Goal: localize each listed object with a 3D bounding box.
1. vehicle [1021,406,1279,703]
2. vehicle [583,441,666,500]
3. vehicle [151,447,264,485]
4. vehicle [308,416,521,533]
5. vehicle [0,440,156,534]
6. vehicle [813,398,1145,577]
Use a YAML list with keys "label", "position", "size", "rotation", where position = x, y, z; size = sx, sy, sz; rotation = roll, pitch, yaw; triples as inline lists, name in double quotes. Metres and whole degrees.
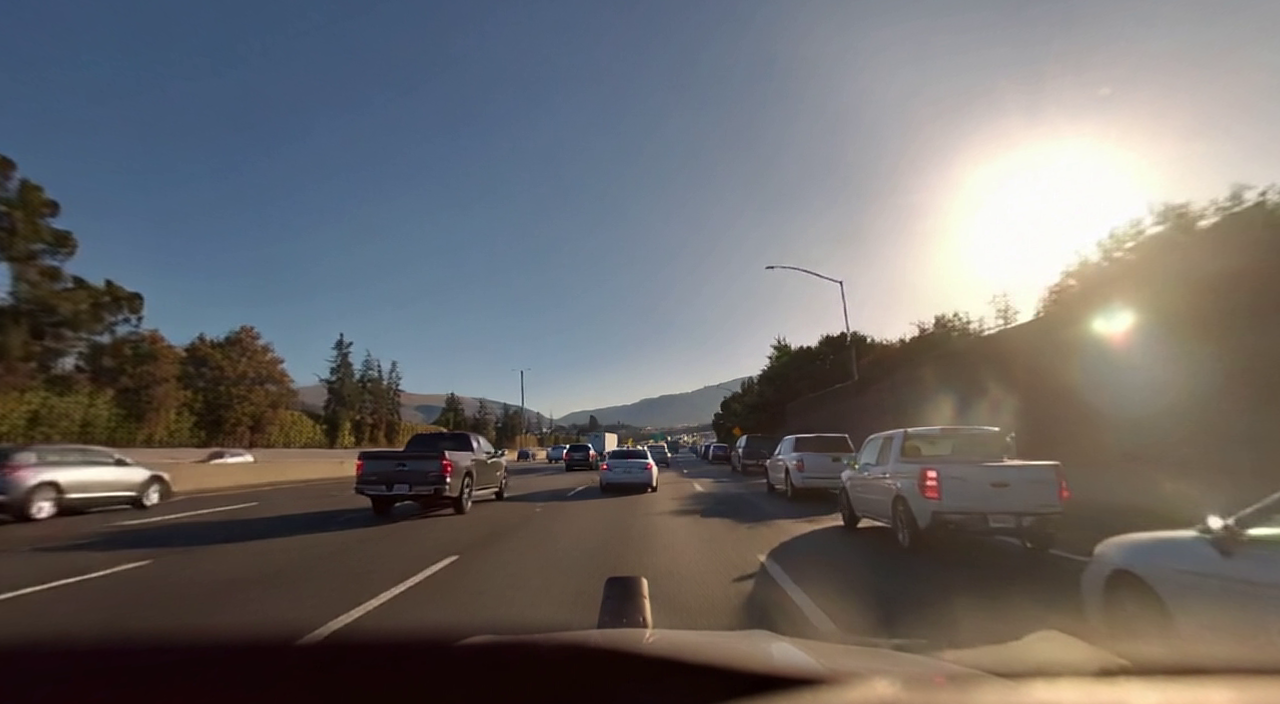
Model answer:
- label: "vehicle"
  position: [3.762, 0.923, 2.364]
  size: [1.940, 1.475, 4.328]
  rotation: [0, -8, 0]
- label: "vehicle"
  position: [-0.353, 3.243, 17.736]
  size: [2.070, 1.456, 4.029]
  rotation: [0, -8, 1]
- label: "vehicle"
  position: [-18.696, 4.909, 27.531]
  size: [1.813, 1.478, 4.228]
  rotation: [0, -8, 3]
- label: "vehicle"
  position: [-4.040, 2.316, 12.651]
  size: [2.110, 1.811, 5.585]
  rotation: [0, -8, 1]
- label: "vehicle"
  position: [-11.285, 2.301, 10.986]
  size: [1.907, 1.508, 4.608]
  rotation: [0, -8, 2]
- label: "vehicle"
  position: [4.030, 1.698, 8.693]
  size: [2.003, 1.778, 4.658]
  rotation: [0, -8, 1]
